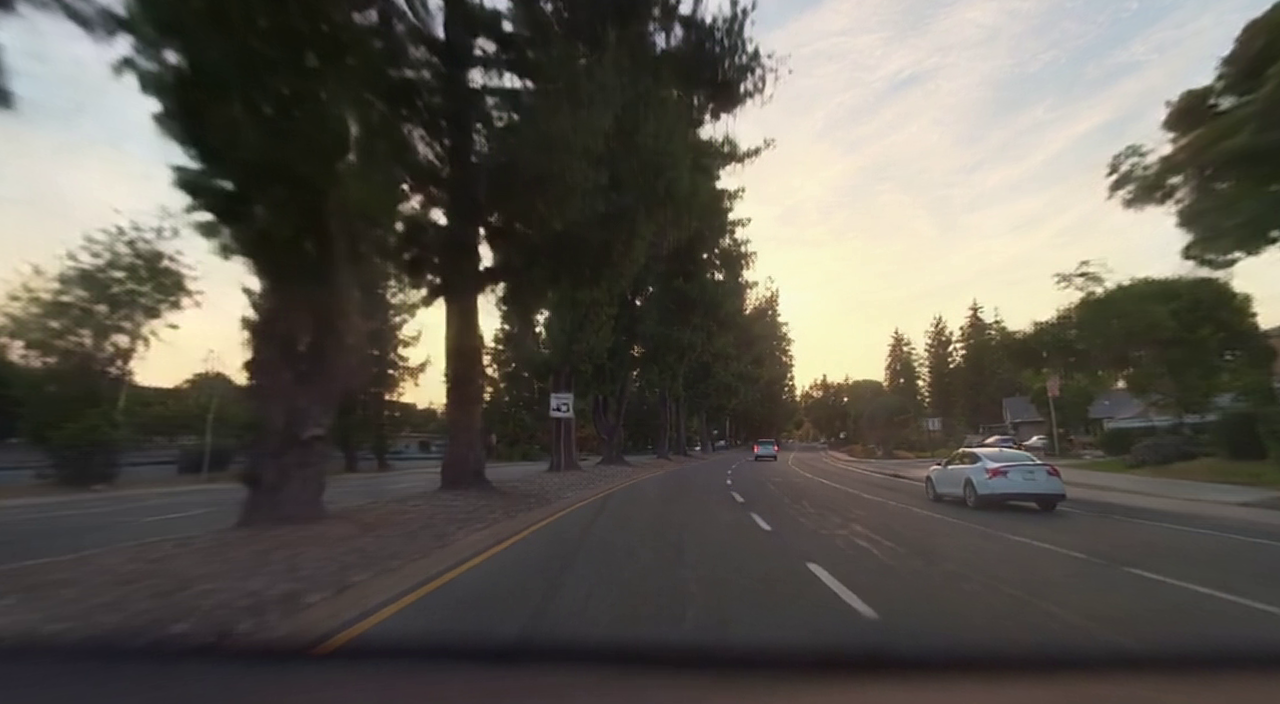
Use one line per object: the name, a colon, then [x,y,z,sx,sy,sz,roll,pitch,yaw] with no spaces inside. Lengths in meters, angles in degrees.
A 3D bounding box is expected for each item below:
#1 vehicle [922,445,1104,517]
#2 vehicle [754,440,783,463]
vehicle: [8.568,2.945,15.040,1.855,1.444,4.389,-1,-8,3]
vehicle: [9.983,7.710,49.152,1.991,1.684,4.127,-2,-8,10]
